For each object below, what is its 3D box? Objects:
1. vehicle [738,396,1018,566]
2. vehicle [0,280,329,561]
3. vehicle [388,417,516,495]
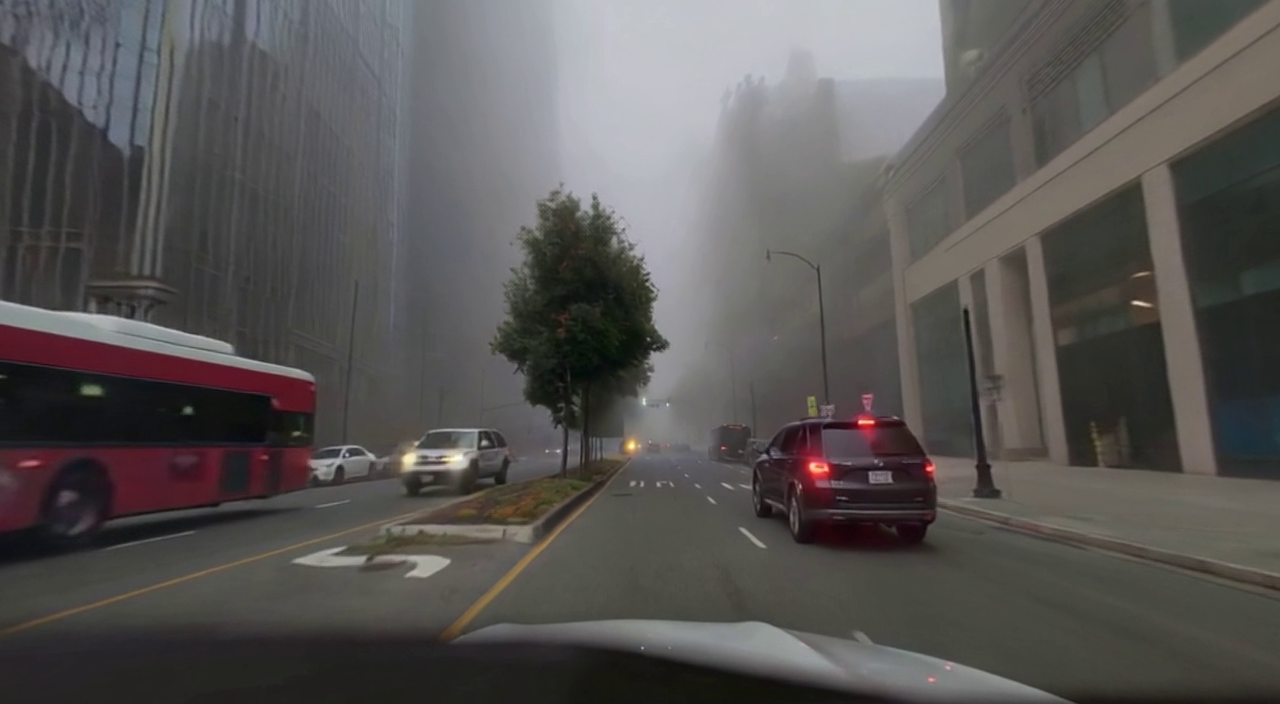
[{"bbox_3d":[3.037,1.820,9.678,2.118,1.848,5.426,0,-9,-1],"label":"vehicle"},{"bbox_3d":[-8.999,1.298,10.729,2.784,3.310,8.964,0,-9,0],"label":"vehicle"},{"bbox_3d":[-5.110,2.922,17.989,2.030,1.881,4.994,0,-9,1],"label":"vehicle"}]
